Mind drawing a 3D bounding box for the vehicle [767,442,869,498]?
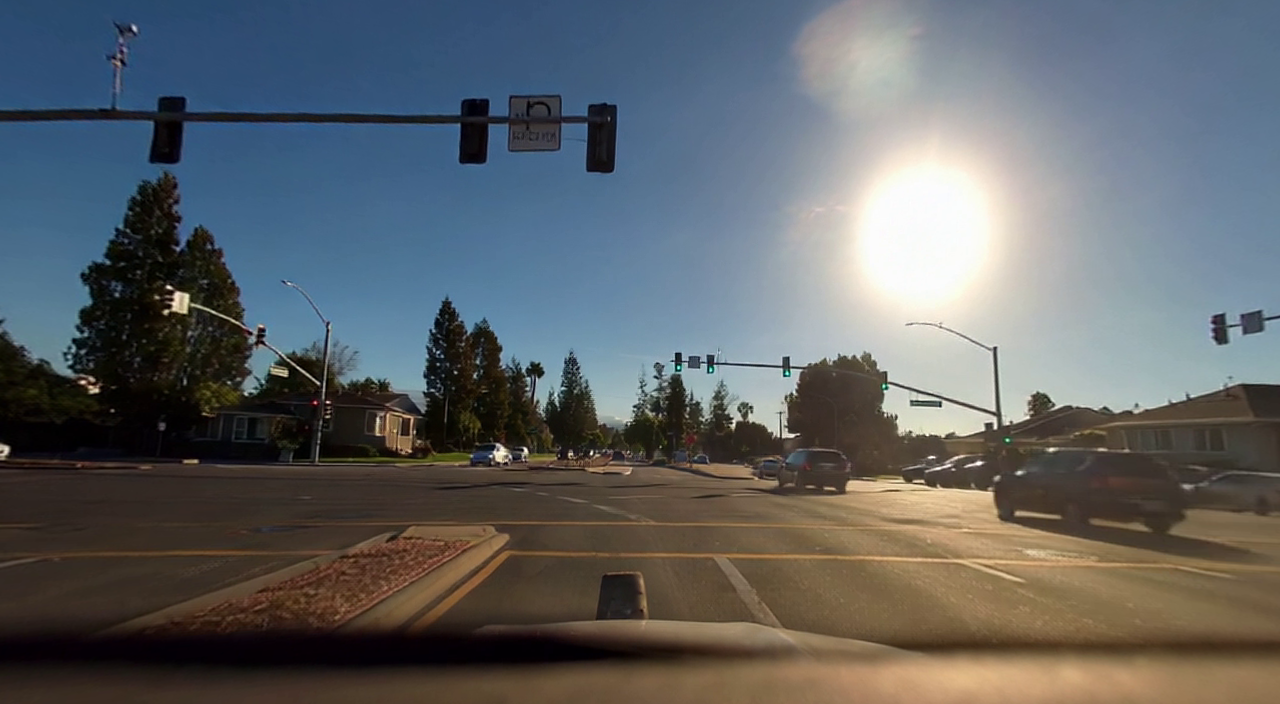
[{"bbox_3d":[6.366,4.252,23.225,2.239,1.812,4.812,0,-9,-1],"label":"vehicle"}]

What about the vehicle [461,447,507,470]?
[{"bbox_3d":[-10.950,7.519,44.620,2.039,1.519,4.356,0,-9,1],"label":"vehicle"}]

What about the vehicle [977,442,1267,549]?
[{"bbox_3d":[9.404,2.775,13.044,2.120,1.767,4.856,0,-9,0],"label":"vehicle"}]
